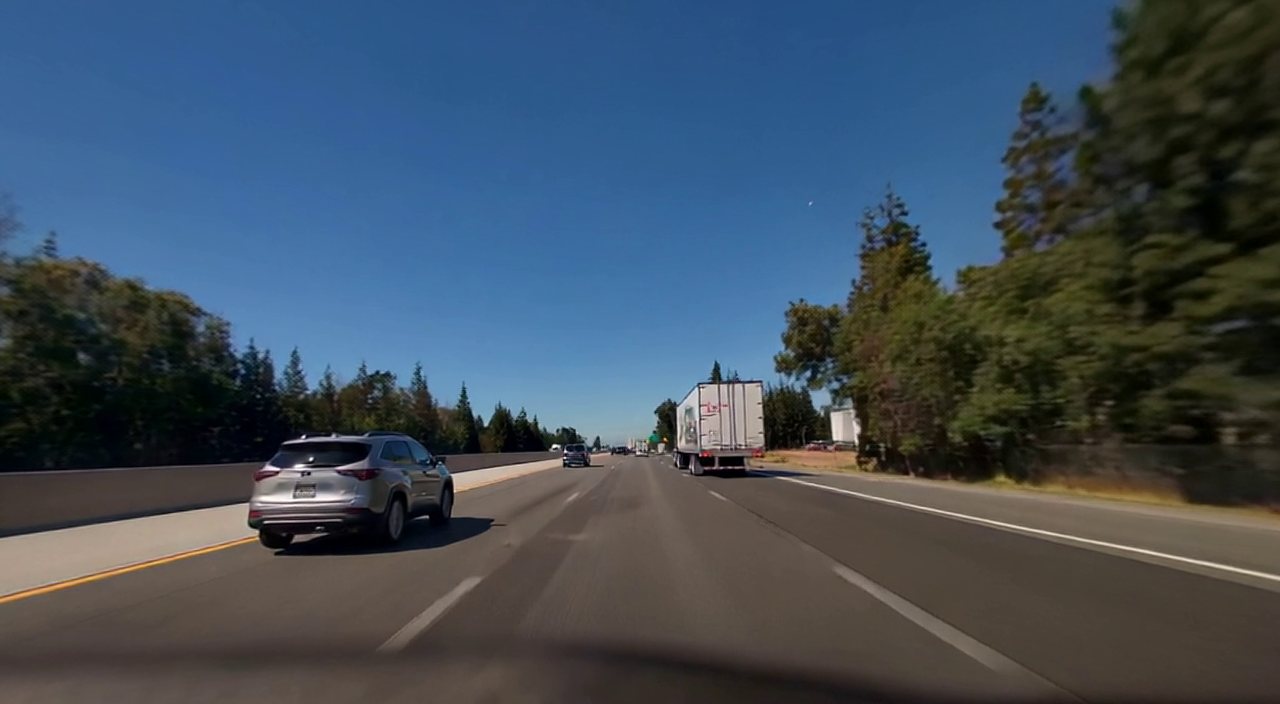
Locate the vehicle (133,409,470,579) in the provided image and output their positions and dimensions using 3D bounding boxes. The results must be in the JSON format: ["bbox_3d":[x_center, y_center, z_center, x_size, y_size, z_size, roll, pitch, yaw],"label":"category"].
[{"bbox_3d":[-4.175,1.839,8.950,2.202,1.760,4.617,0,-9,0],"label":"vehicle"}]

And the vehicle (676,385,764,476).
[{"bbox_3d":[4.124,4.690,36.303,2.998,4.236,13.886,0,-9,-1],"label":"vehicle"}]

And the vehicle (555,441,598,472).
[{"bbox_3d":[-3.744,6.251,37.784,2.139,1.716,4.530,0,-9,0],"label":"vehicle"}]
